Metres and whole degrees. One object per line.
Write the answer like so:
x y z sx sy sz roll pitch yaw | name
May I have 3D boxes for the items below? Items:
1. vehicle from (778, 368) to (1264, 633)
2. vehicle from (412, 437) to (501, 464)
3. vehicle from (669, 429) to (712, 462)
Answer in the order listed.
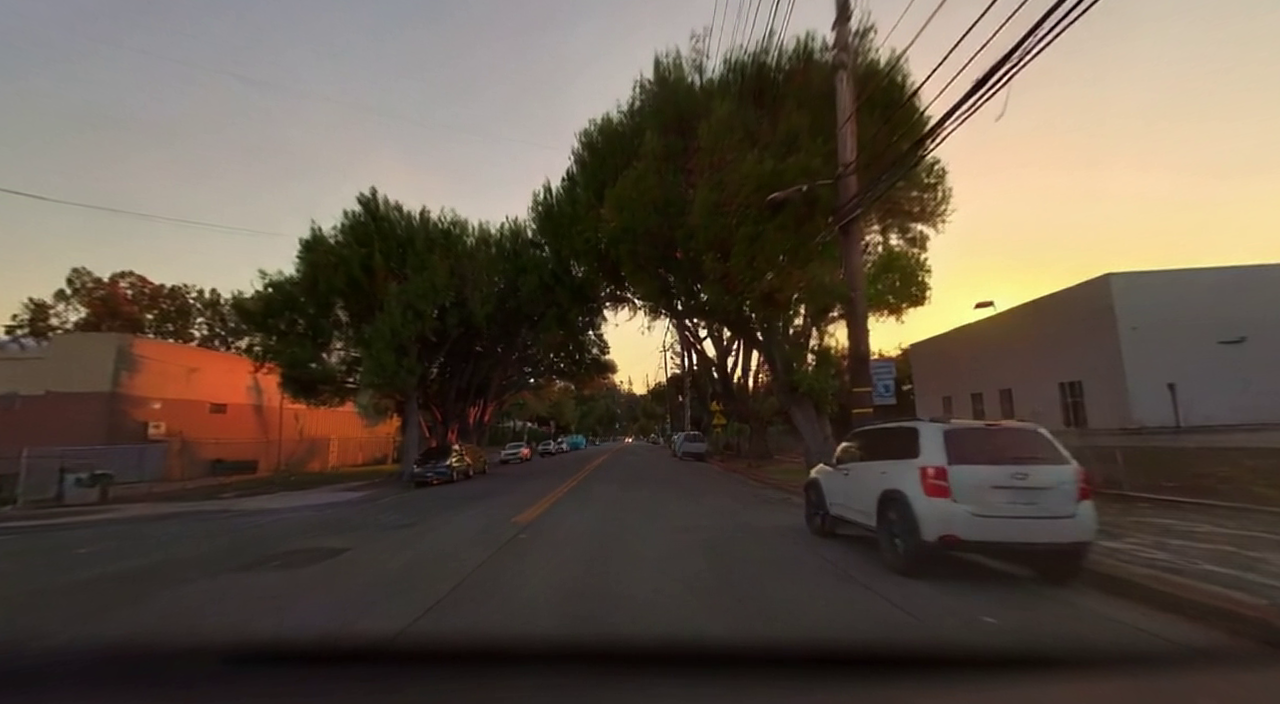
3.195 1.394 7.024 2.138 1.820 5.218 0 -8 0 | vehicle
-12.407 6.692 42.981 5.330 1.805 2.170 0 -8 0 | vehicle
2.993 5.726 38.613 2.120 1.869 4.773 0 -8 -1 | vehicle
